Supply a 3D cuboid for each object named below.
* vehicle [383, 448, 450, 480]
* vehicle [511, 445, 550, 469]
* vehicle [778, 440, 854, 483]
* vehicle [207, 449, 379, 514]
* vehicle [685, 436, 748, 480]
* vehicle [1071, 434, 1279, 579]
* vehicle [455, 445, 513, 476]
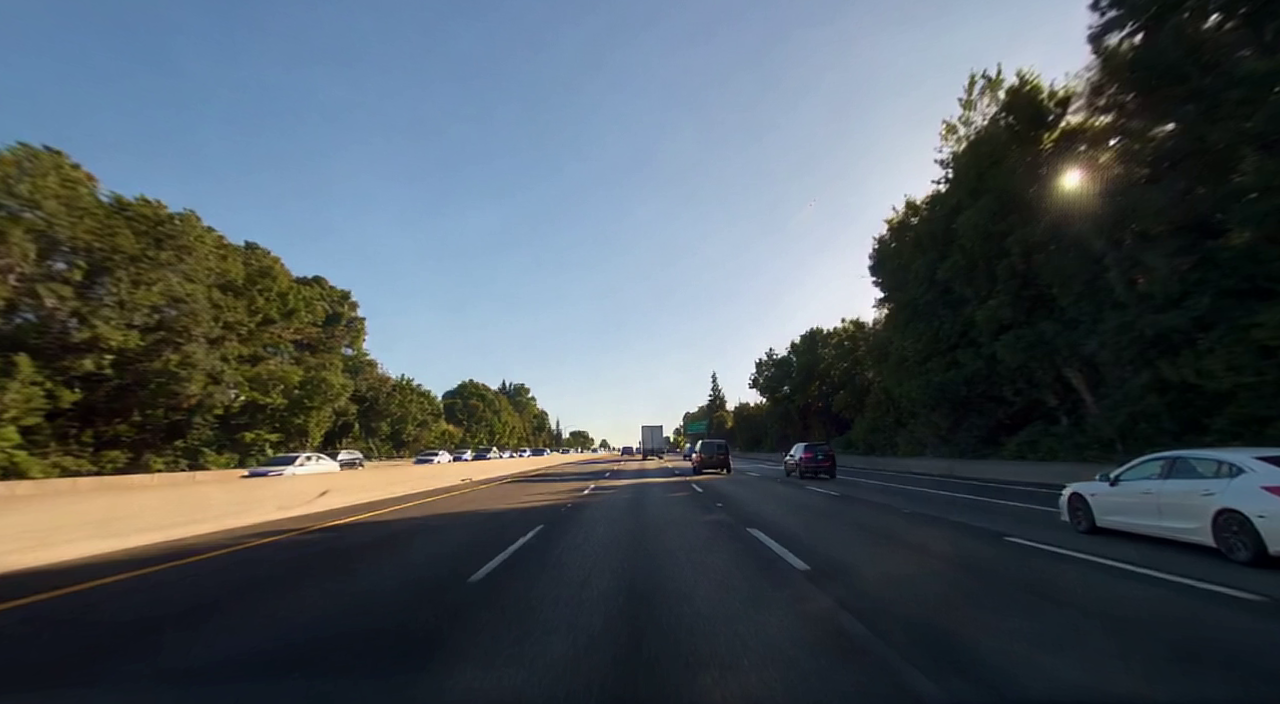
[{"bbox_3d":[-12.176,6.102,34.663,1.930,1.549,4.442,0,-8,2],"label":"vehicle"},{"bbox_3d":[-7.800,7.512,45.305,1.997,1.600,4.277,0,-8,1],"label":"vehicle"},{"bbox_3d":[7.512,4.675,27.339,1.976,1.703,4.288,0,-8,-1],"label":"vehicle"},{"bbox_3d":[-8.826,3.286,16.573,1.955,1.448,4.351,0,-8,1],"label":"vehicle"},{"bbox_3d":[3.482,4.937,29.678,2.209,1.862,4.717,0,-8,-1],"label":"vehicle"},{"bbox_3d":[7.668,1.706,7.221,2.022,1.488,4.817,0,-8,-1],"label":"vehicle"},{"bbox_3d":[-8.440,5.882,34.495,1.963,1.571,4.318,0,-8,2],"label":"vehicle"}]
